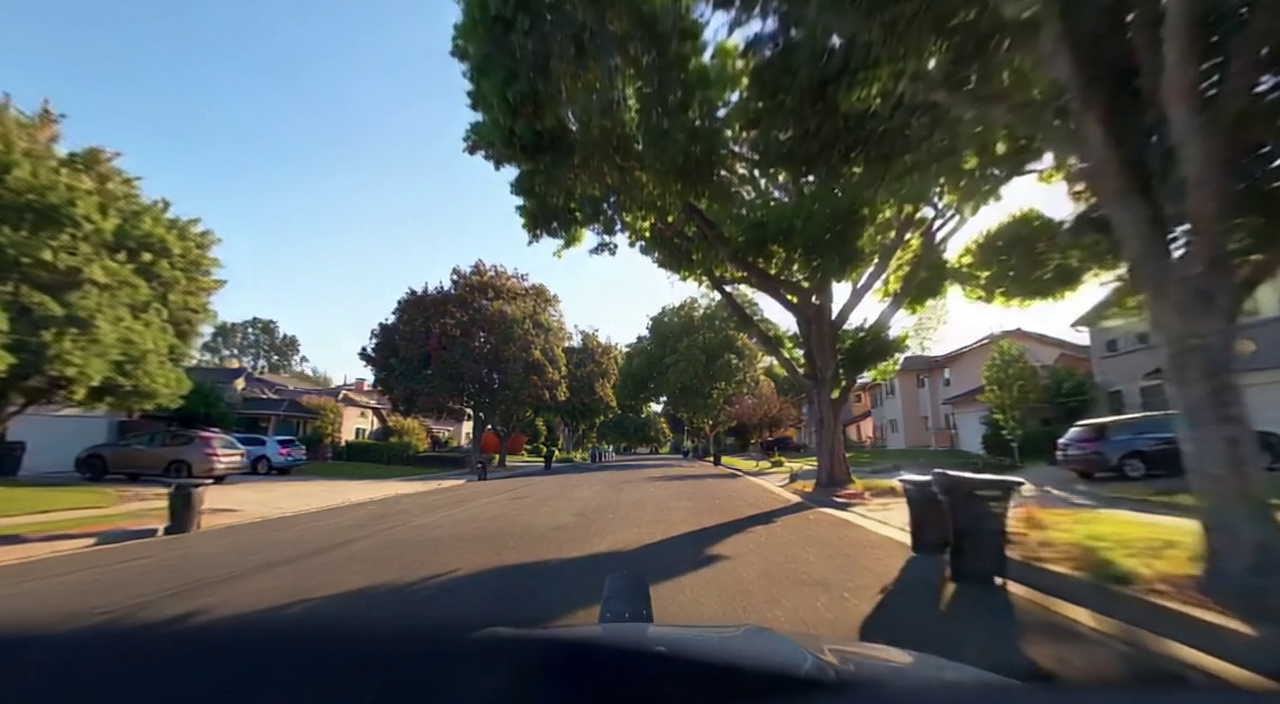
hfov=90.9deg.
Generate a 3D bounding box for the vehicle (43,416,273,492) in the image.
[{"bbox_3d":[-13.227,2.824,17.560,4.587,1.786,2.127,2,-9,2],"label":"vehicle"}]

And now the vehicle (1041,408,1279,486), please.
[{"bbox_3d":[11.459,2.020,13.532,4.254,1.538,2.020,0,-8,2],"label":"vehicle"}]
